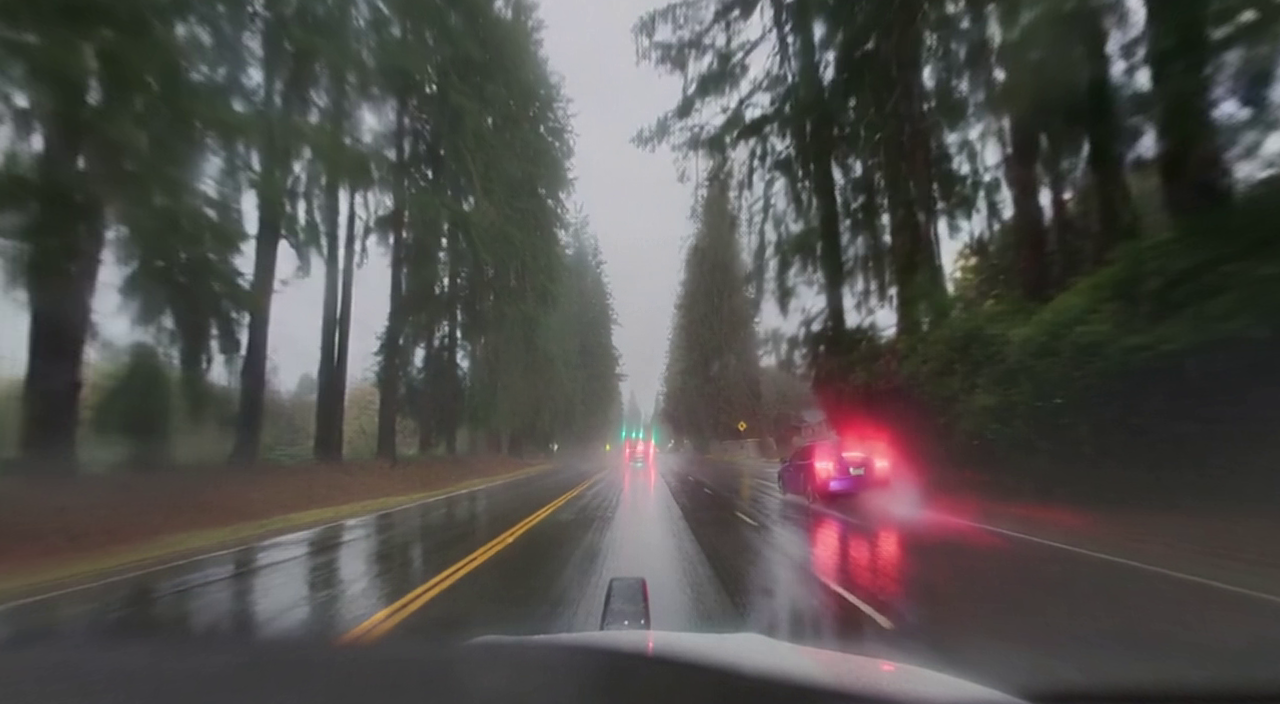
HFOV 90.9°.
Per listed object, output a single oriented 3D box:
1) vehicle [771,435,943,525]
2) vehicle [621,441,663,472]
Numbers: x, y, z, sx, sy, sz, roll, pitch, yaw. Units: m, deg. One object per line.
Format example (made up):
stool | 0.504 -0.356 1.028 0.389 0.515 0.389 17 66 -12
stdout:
vehicle | 4.157 2.476 12.995 1.943 1.471 4.515 -1 -8 0
vehicle | 0.152 5.944 36.152 2.206 1.525 4.695 -1 -8 1
